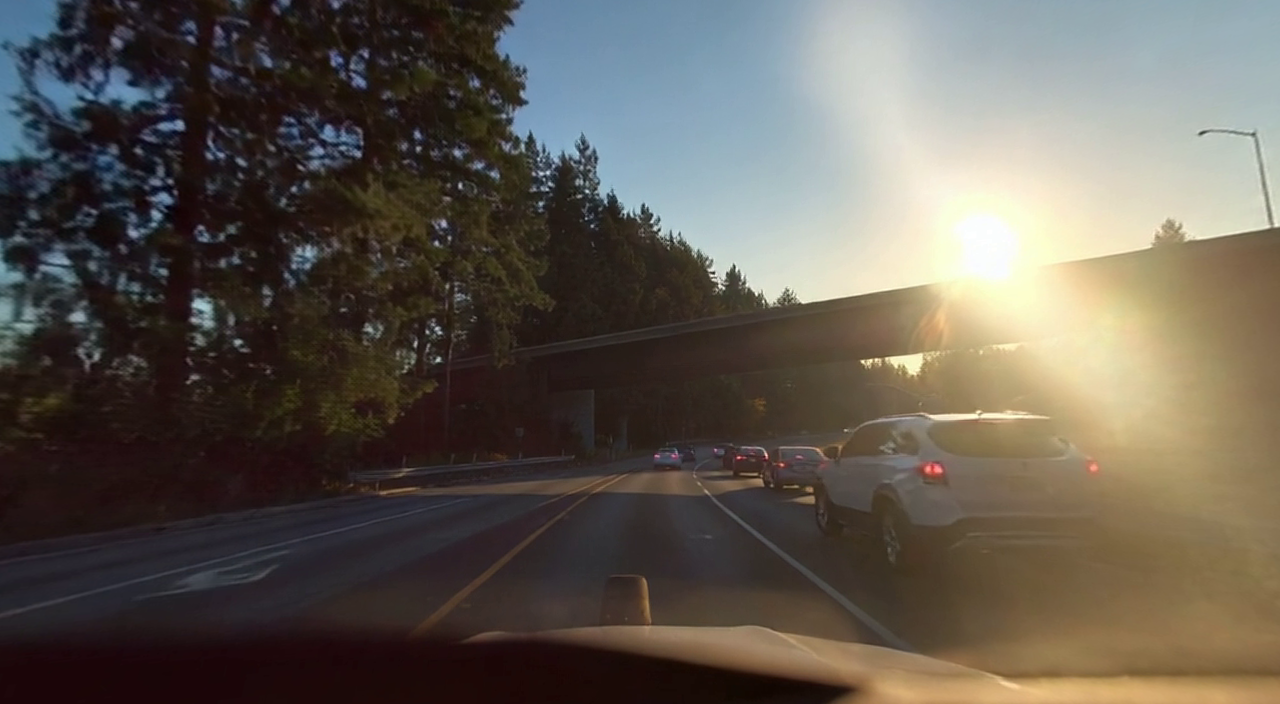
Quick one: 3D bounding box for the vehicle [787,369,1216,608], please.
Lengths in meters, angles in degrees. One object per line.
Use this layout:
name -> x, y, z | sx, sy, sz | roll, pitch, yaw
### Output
vehicle -> 3.516, 1.462, 7.637 | 2.273, 1.944, 4.866 | 0, -8, 0

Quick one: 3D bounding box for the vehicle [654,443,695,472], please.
vehicle -> 1.954, 5.778, 34.730 | 2.078, 1.506, 4.058 | -1, -8, 6
